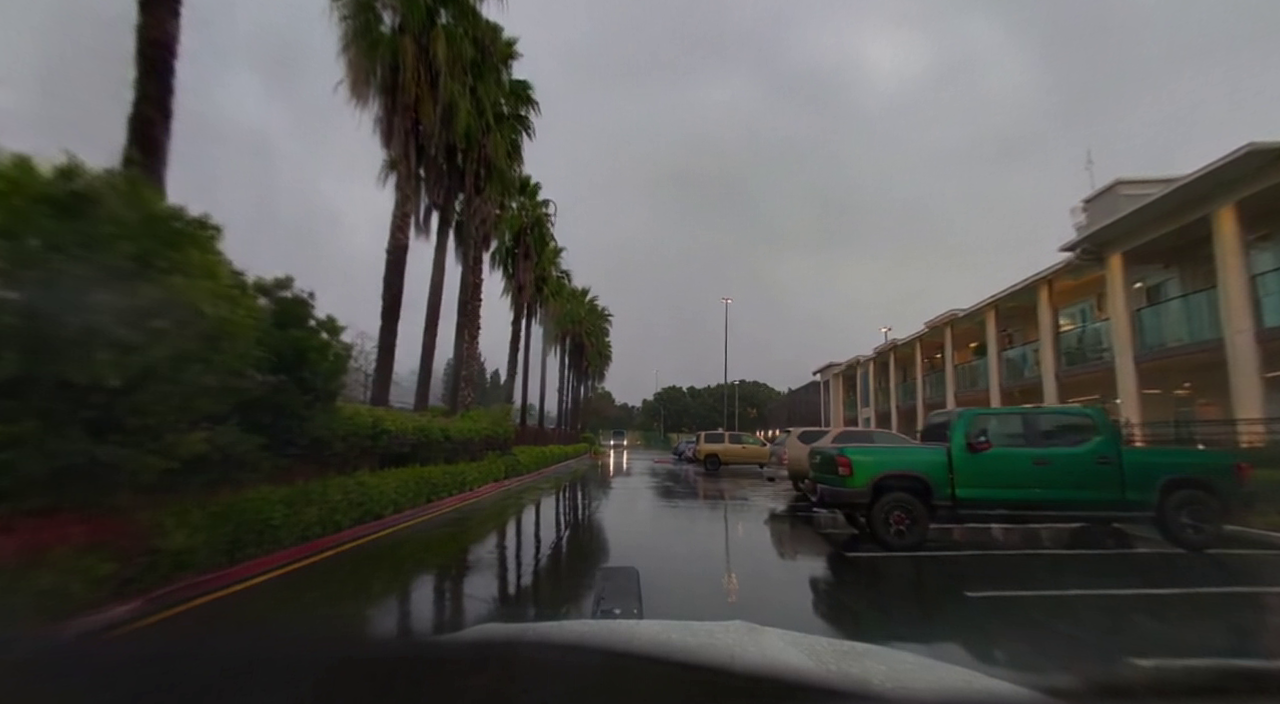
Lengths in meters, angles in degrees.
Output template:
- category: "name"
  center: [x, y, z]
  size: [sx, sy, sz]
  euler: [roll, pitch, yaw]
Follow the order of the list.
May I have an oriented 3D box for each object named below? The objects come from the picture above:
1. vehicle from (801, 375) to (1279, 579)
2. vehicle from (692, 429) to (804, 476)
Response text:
- category: "vehicle"
  center: [5.219, 1.564, 8.350]
  size: [5.639, 2.033, 2.172]
  euler: [3, -7, 3]
- category: "vehicle"
  center: [4.776, 4.505, 28.351]
  size: [4.609, 1.734, 1.909]
  euler: [3, -9, 0]
